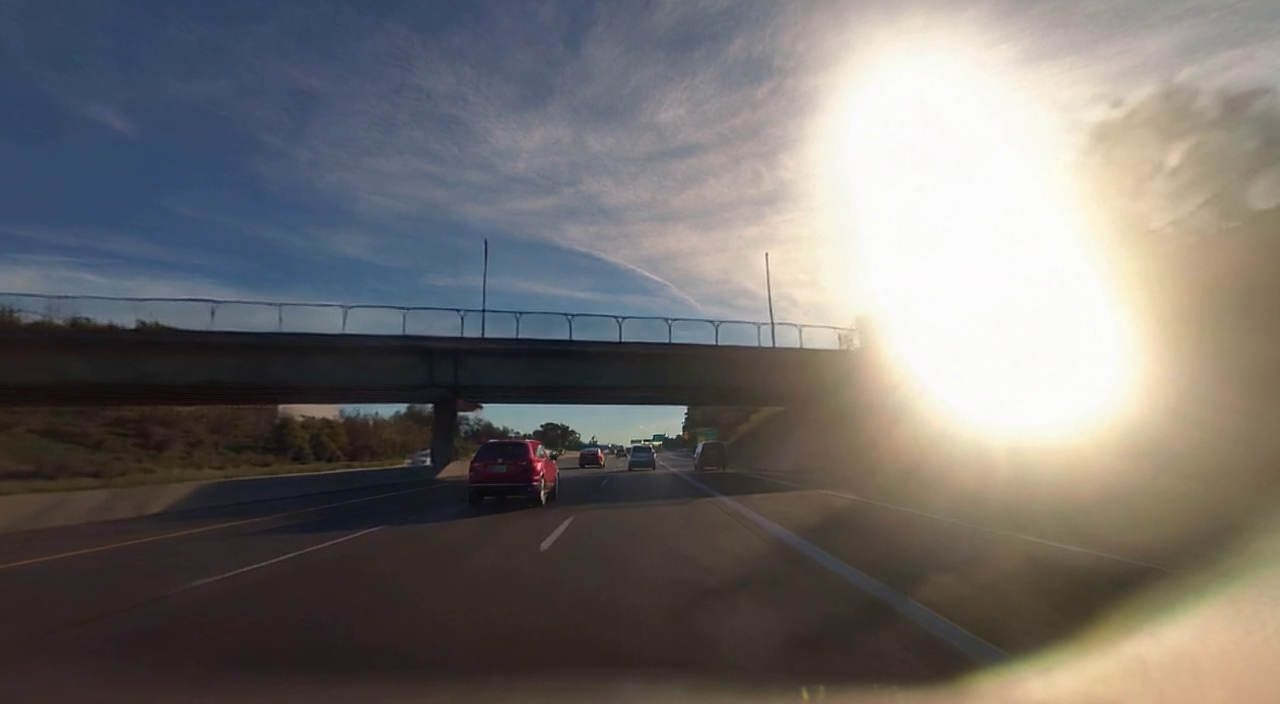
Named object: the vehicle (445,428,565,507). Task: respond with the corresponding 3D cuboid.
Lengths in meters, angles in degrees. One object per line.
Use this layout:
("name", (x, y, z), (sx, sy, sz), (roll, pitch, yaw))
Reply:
("vehicle", (-3.295, 2.945, 16.424), (2.089, 1.751, 4.515), (0, -9, 0))

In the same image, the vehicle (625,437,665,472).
("vehicle", (0.262, 5.954, 36.663), (2.155, 1.909, 4.529), (0, -9, 0))

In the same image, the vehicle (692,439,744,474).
("vehicle", (4.222, 5.771, 34.889), (2.231, 1.807, 4.588), (0, -9, -1))

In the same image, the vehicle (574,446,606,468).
("vehicle", (-3.559, 7.572, 45.517), (1.994, 1.475, 4.171), (0, -9, 0))
